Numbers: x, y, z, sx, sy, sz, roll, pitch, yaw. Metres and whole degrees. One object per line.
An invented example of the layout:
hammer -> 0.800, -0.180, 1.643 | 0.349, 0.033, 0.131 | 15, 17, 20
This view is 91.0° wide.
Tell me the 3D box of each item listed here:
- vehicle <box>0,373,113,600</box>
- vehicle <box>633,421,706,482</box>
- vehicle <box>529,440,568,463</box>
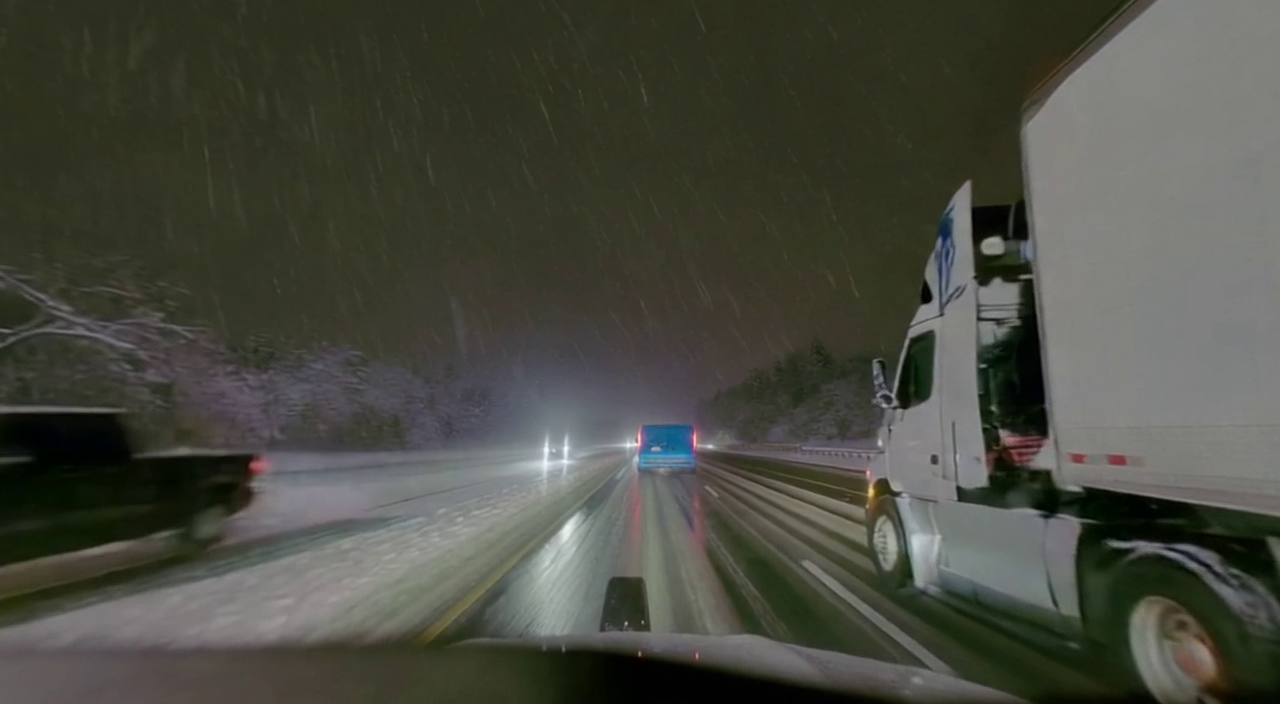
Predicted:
vehicle -> -7.735, 1.162, 4.987 | 2.546, 2.262, 5.135 | 0, -8, 1
vehicle -> 1.005, 3.682, 23.549 | 2.469, 2.027, 4.554 | 0, -8, 1
vehicle -> -6.831, 7.490, 47.380 | 2.157, 1.650, 4.441 | 0, -8, 1
